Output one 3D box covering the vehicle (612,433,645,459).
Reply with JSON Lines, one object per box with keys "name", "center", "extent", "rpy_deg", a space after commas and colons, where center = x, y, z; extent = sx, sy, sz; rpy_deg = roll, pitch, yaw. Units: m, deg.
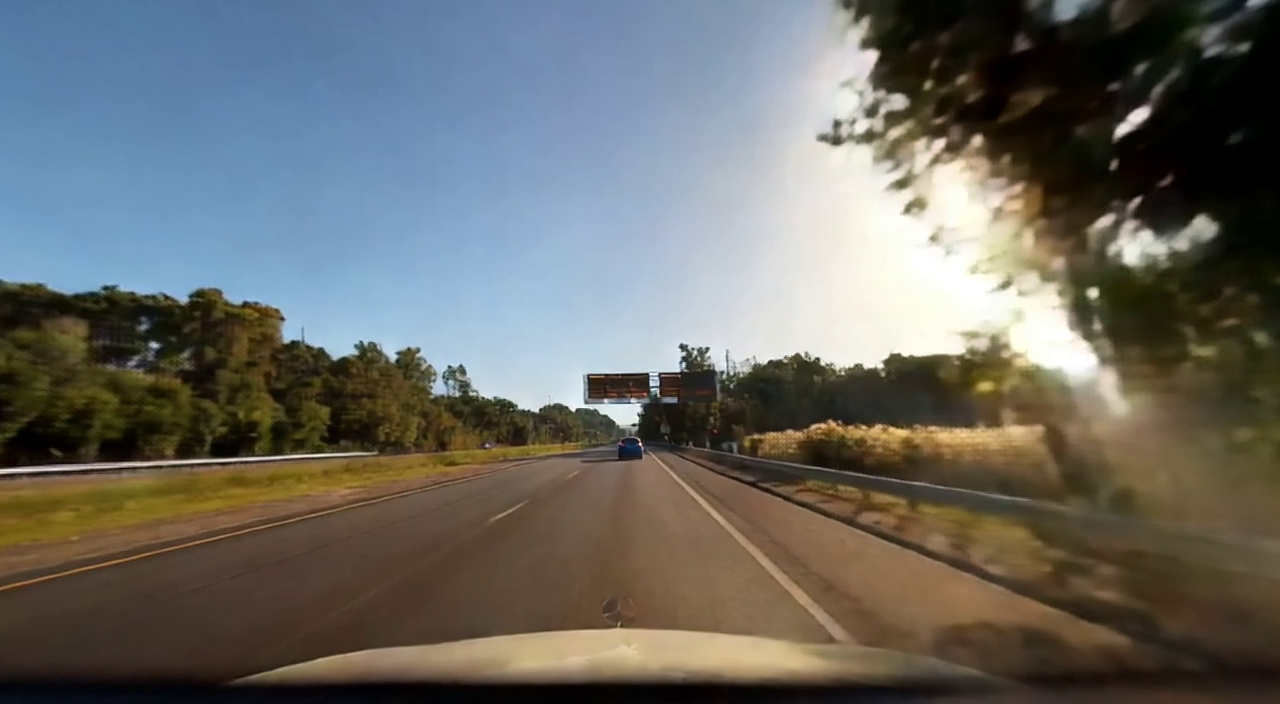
{"name": "vehicle", "center": [-0.805, 6.543, 43.828], "extent": [2.180, 1.717, 4.139], "rpy_deg": [0, -8, -1]}
